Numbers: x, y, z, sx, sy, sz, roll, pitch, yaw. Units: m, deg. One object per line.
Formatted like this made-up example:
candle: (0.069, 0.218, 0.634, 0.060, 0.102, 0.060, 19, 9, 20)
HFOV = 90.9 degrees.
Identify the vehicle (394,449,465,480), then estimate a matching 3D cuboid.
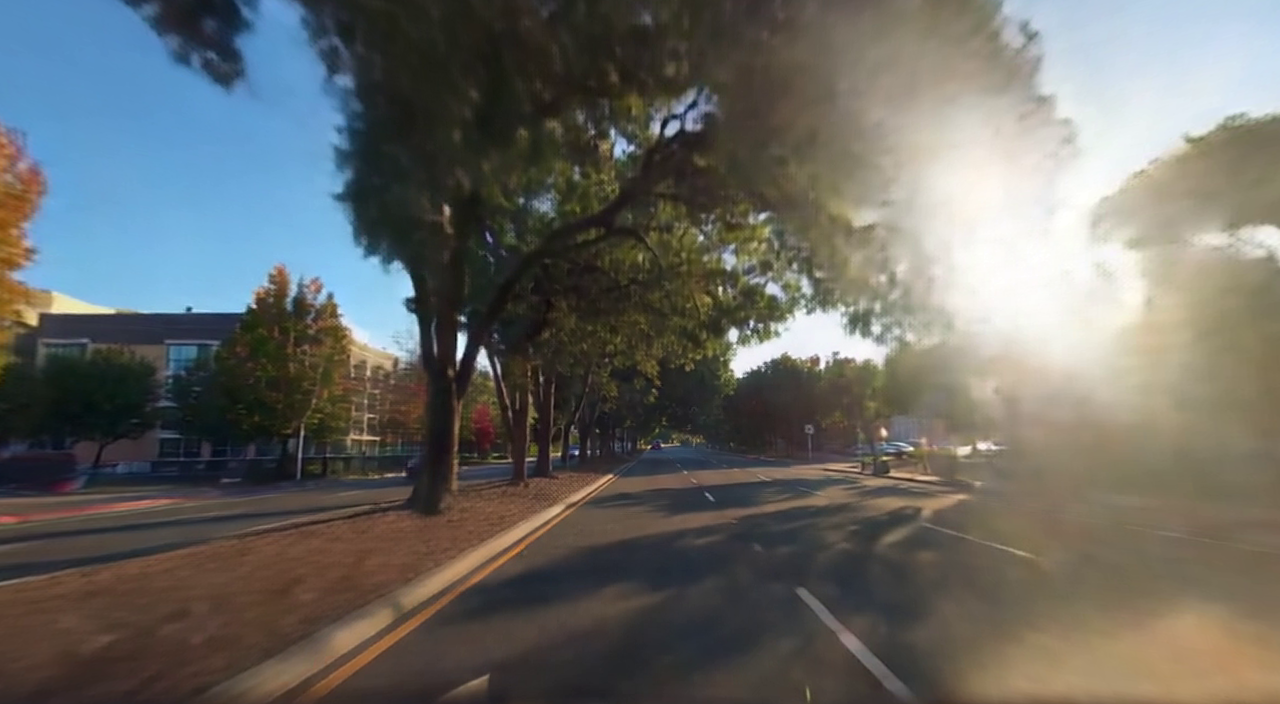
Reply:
vehicle: (-10.943, 5.859, 33.155, 1.930, 1.494, 4.706, -1, -8, 2)
